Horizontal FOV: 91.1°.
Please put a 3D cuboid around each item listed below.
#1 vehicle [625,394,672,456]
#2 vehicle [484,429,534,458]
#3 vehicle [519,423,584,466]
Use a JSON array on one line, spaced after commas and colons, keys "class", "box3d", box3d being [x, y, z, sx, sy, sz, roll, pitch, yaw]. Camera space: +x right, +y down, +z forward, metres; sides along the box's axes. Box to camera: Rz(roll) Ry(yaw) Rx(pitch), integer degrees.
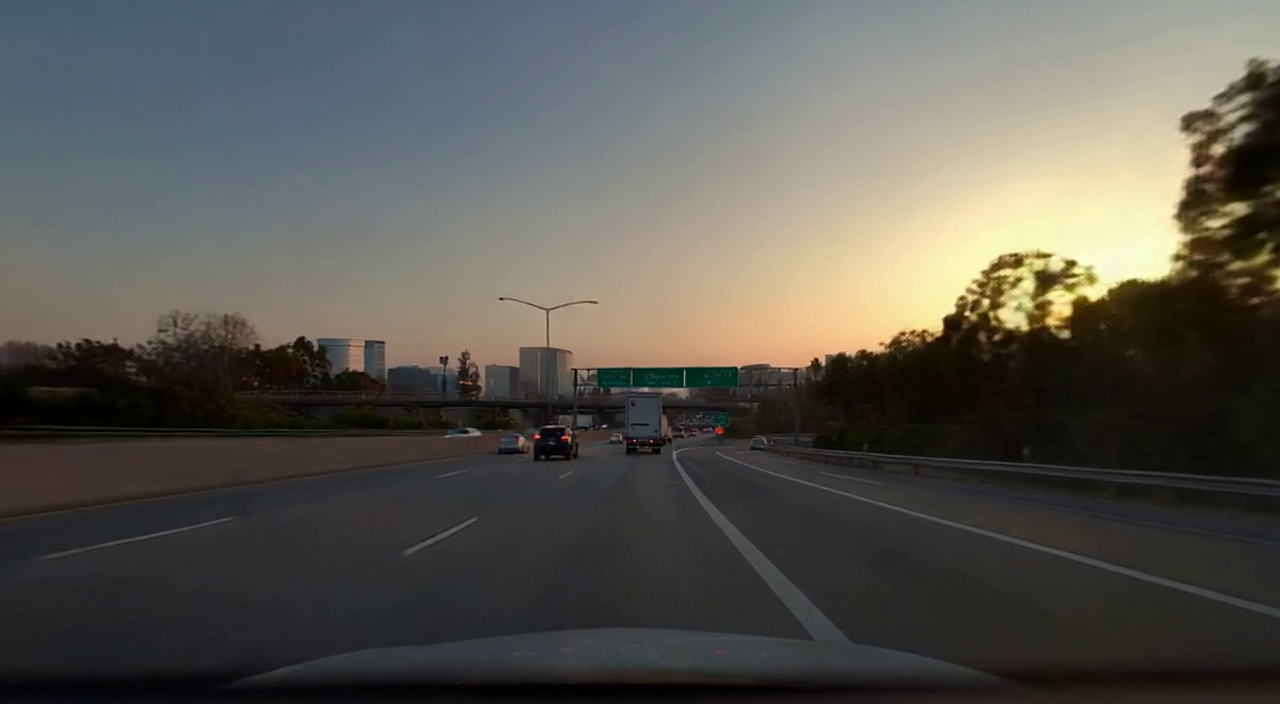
[{"class": "vehicle", "box3d": [0.621, 5.483, 46.189, 3.024, 4.019, 10.605, 0, -8, 1]}, {"class": "vehicle", "box3d": [-7.286, 5.118, 35.307, 1.845, 1.493, 3.799, 0, -8, 2]}, {"class": "vehicle", "box3d": [-3.874, 4.160, 28.435, 2.119, 1.787, 4.655, 0, -8, 2]}]
